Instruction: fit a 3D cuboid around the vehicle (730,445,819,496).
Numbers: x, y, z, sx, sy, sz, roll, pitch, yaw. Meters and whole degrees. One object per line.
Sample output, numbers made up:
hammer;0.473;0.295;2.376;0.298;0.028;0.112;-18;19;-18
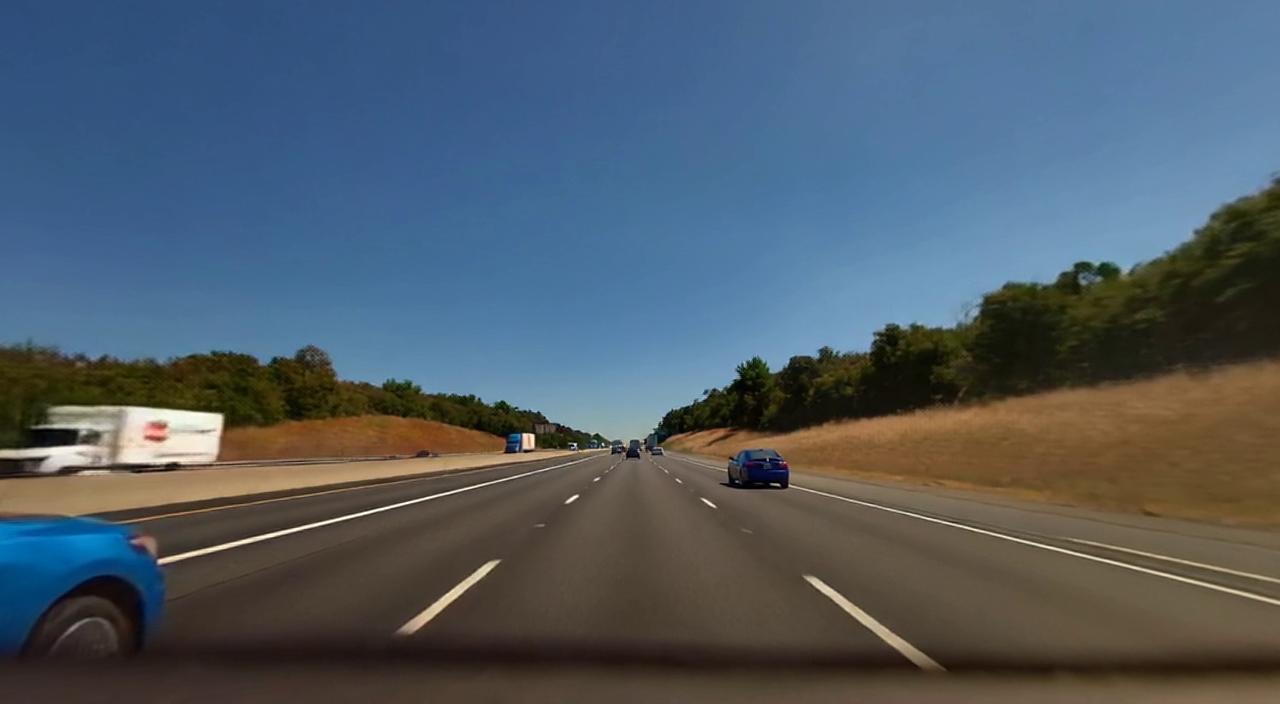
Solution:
vehicle;4.268;3.822;20.698;1.967;1.472;3.751;0;-9;-2

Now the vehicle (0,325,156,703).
vehicle;-3.138;0.514;0.289;2.277;1.695;4.475;0;-9;-1
